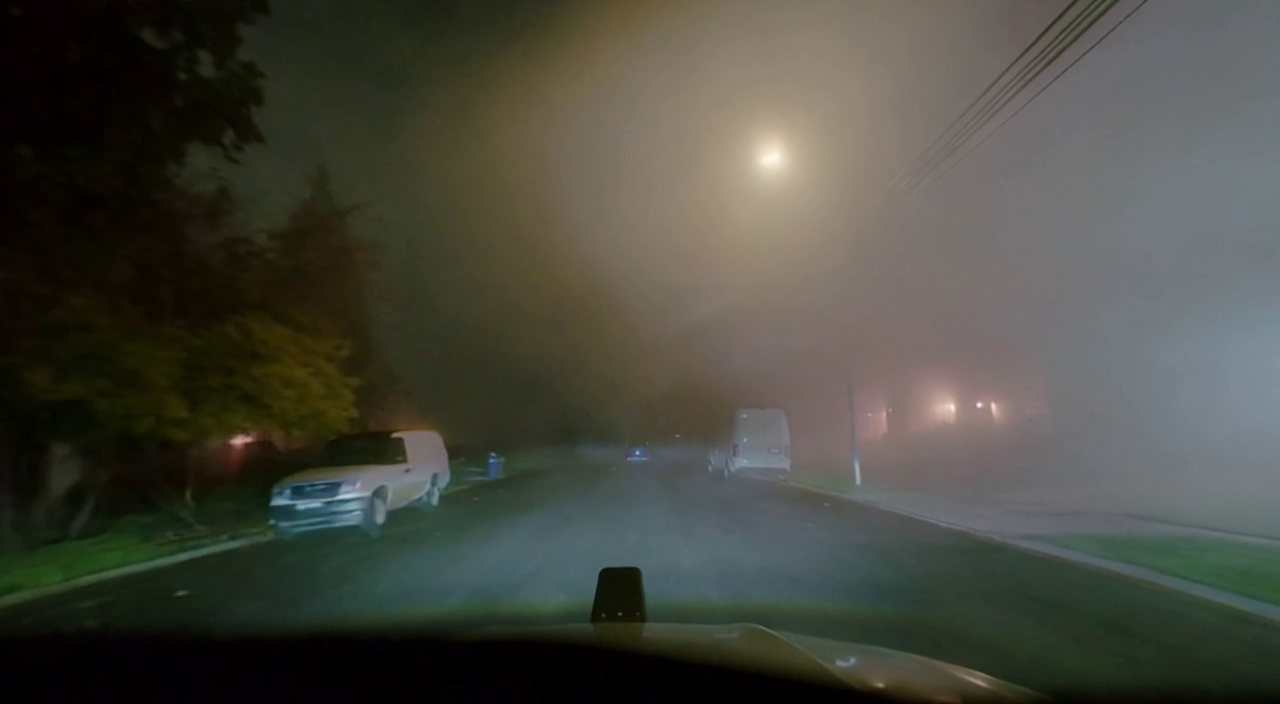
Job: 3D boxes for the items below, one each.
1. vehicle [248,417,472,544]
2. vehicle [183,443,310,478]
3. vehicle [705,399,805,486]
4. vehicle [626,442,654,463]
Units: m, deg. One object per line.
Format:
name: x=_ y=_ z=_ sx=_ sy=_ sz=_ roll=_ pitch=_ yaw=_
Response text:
vehicle: x=-5.845 y=2.644 z=14.341 sx=2.284 sy=2.119 sz=5.984 roll=-4 pitch=-7 yaw=1
vehicle: x=-19.984 y=5.504 z=32.374 sx=5.310 sy=1.547 sz=1.820 roll=3 pitch=-9 yaw=-27
vehicle: x=4.041 y=3.375 z=23.516 sx=2.384 sy=2.791 sz=5.899 roll=0 pitch=-8 yaw=-2
vehicle: x=-0.036 y=7.778 z=48.984 sx=2.062 sy=1.509 sz=4.305 roll=-1 pitch=-8 yaw=-1
